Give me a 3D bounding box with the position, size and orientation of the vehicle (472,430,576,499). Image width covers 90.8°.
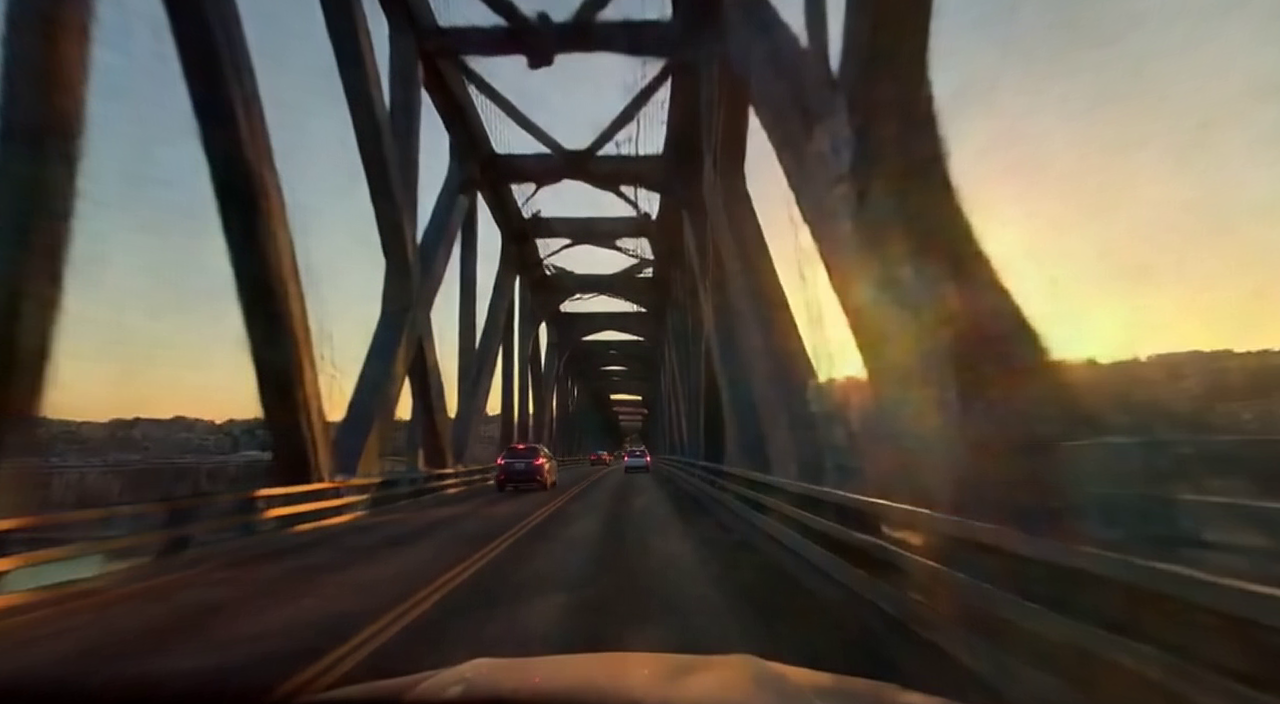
[{"bbox_3d":[-3.339,3.358,19.222,2.190,1.807,4.741,-1,-9,1],"label":"vehicle"}]

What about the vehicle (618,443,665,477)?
[{"bbox_3d":[0.070,5.046,29.739,2.048,1.450,3.973,0,-9,0],"label":"vehicle"}]
